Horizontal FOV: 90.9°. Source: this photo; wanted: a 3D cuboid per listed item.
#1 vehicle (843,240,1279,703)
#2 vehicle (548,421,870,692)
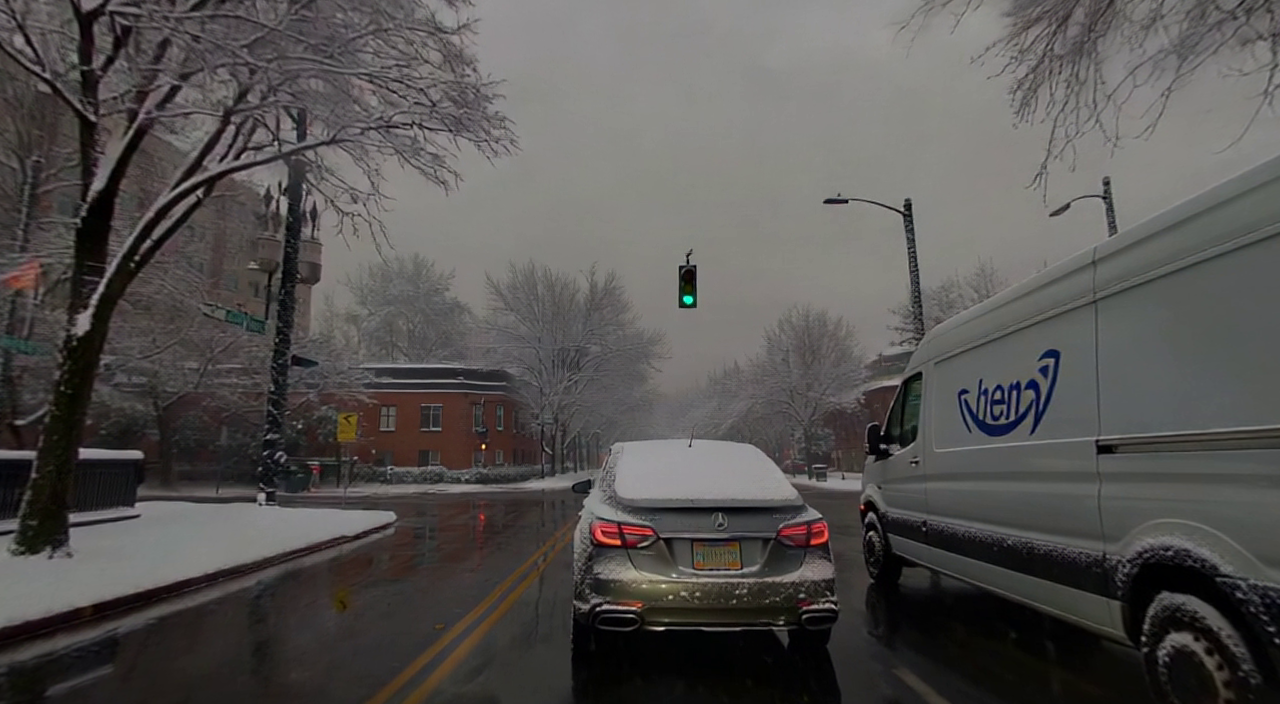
[{"bbox_3d":[2.851,0.885,2.882,2.054,1.965,5.248,1,-11,0],"label":"vehicle"},{"bbox_3d":[0.384,1.590,5.744,1.961,1.629,3.610,1,-10,-1],"label":"vehicle"}]
